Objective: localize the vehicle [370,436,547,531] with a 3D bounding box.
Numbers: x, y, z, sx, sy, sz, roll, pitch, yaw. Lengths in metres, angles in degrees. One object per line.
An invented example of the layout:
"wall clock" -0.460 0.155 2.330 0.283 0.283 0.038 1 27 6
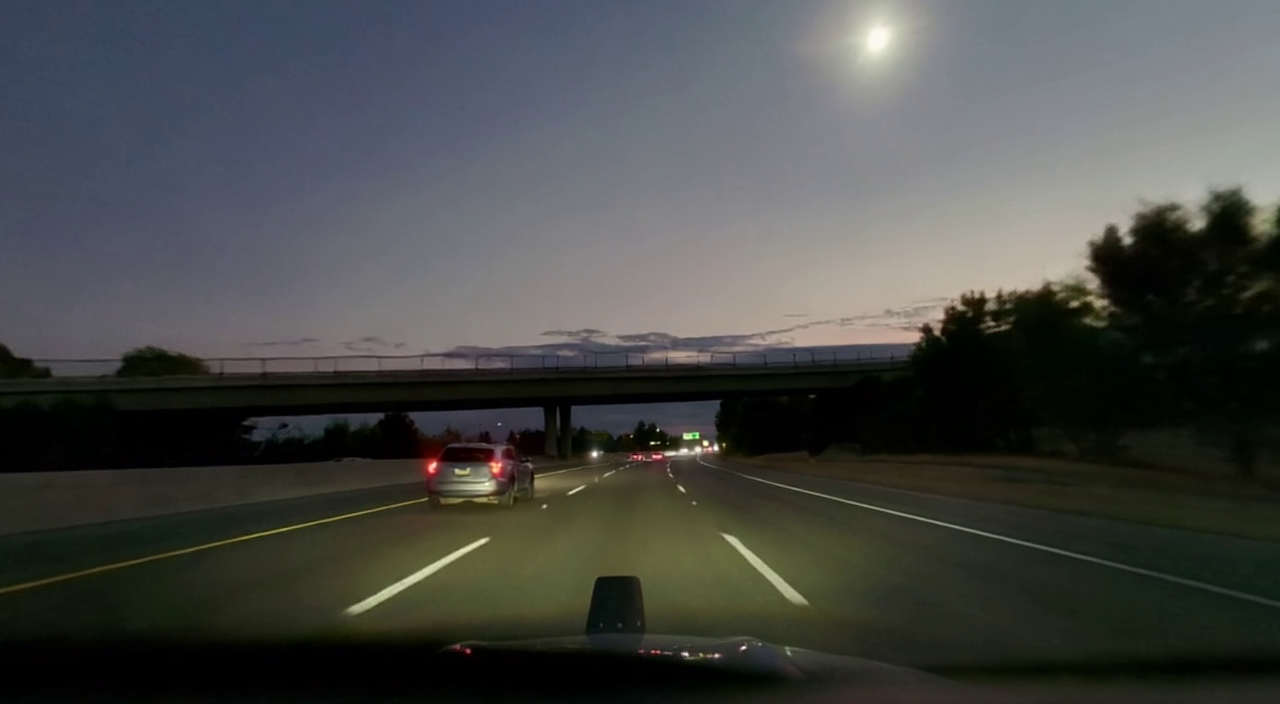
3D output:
"vehicle" -3.514 2.667 13.411 2.274 1.628 4.807 0 -9 1
